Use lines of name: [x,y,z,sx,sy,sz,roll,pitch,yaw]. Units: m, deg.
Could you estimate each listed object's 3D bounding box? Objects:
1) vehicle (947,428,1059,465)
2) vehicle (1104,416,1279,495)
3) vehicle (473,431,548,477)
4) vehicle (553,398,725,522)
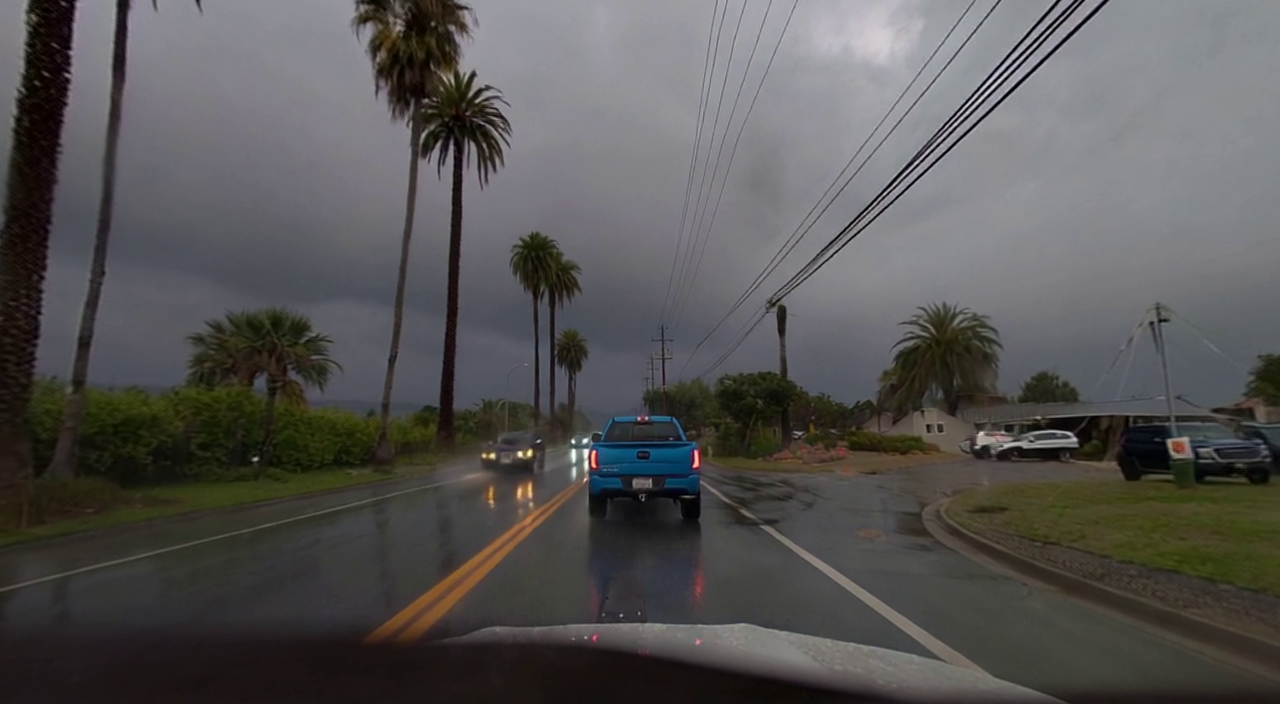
vehicle: [20.359,5.368,35.886,2.277,1.836,6.267,0,-9,-4]
vehicle: [16.048,2.976,18.481,2.338,1.917,6.076,-3,-9,21]
vehicle: [-5.542,4.461,27.796,2.271,1.798,5.412,0,-8,-1]
vehicle: [0.008,2.242,13.570,2.848,2.047,5.885,0,-8,1]
